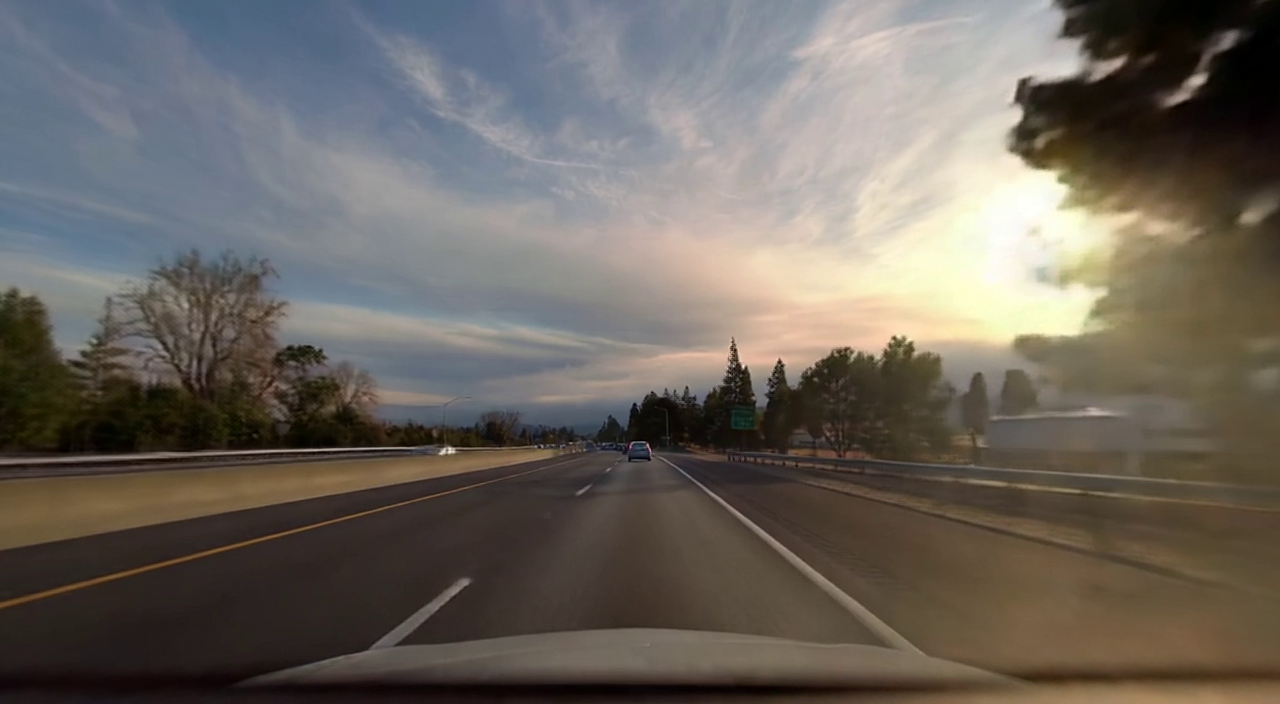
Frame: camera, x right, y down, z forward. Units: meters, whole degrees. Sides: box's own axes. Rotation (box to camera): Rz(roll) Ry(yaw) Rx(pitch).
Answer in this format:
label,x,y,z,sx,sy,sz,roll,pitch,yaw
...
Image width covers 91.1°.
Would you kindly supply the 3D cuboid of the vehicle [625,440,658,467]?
label,x,y,z,sx,sy,sz,roll,pitch,yaw
vehicle,0.033,6.572,40.810,2.029,1.666,4.064,0,-8,-1
